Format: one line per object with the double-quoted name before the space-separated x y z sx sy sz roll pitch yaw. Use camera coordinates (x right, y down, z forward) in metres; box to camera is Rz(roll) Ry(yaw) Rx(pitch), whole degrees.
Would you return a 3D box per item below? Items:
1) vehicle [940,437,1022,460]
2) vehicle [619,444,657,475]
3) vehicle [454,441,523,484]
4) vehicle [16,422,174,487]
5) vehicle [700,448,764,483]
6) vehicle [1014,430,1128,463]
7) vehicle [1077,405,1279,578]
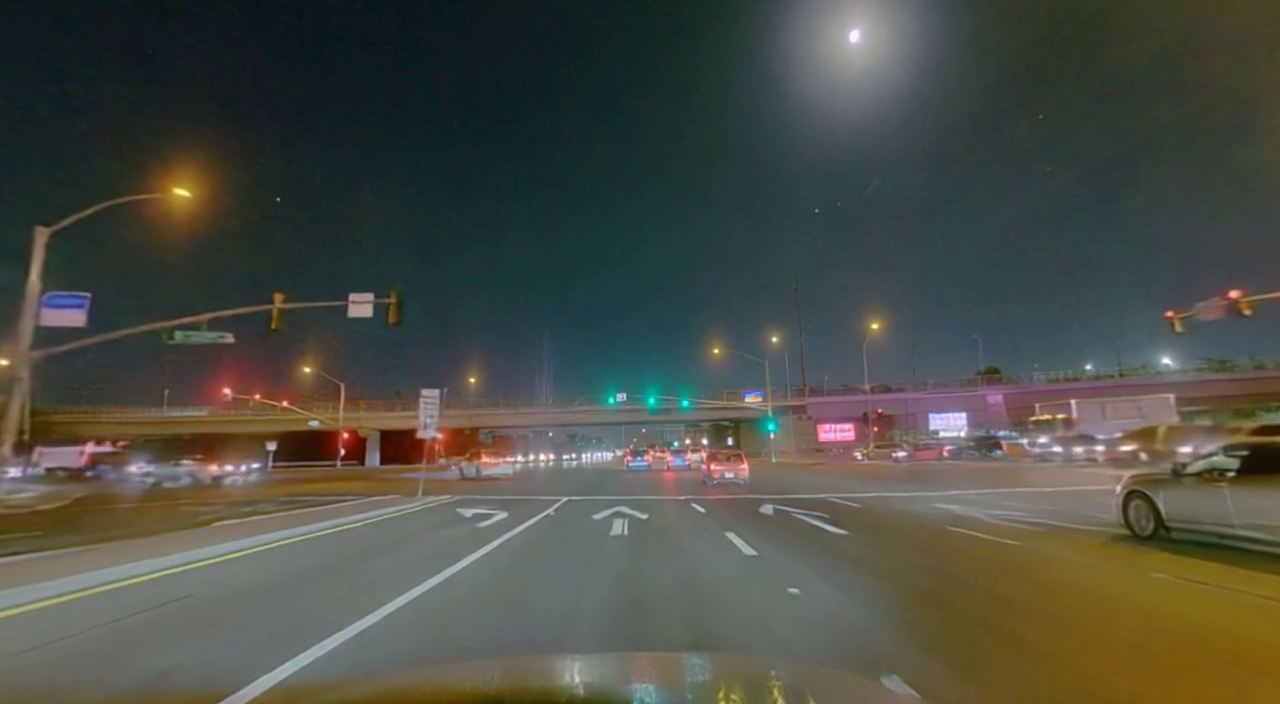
"vehicle" 23.338 6.631 43.179 4.547 1.527 1.890 -2 -9 15
"vehicle" -0.141 6.399 37.621 2.172 1.694 4.055 0 -9 0
"vehicle" -8.011 5.701 32.810 2.485 2.012 5.498 4 -9 -23
"vehicle" -37.228 6.950 42.963 9.093 4.049 3.094 -1 -9 14
"vehicle" 3.918 4.904 27.385 2.156 1.404 4.120 0 -9 0
"vehicle" 24.422 5.403 35.796 4.835 1.536 1.984 -6 -11 14
"vehicle" 7.148 1.441 6.688 1.964 1.647 4.114 0 -9 0
